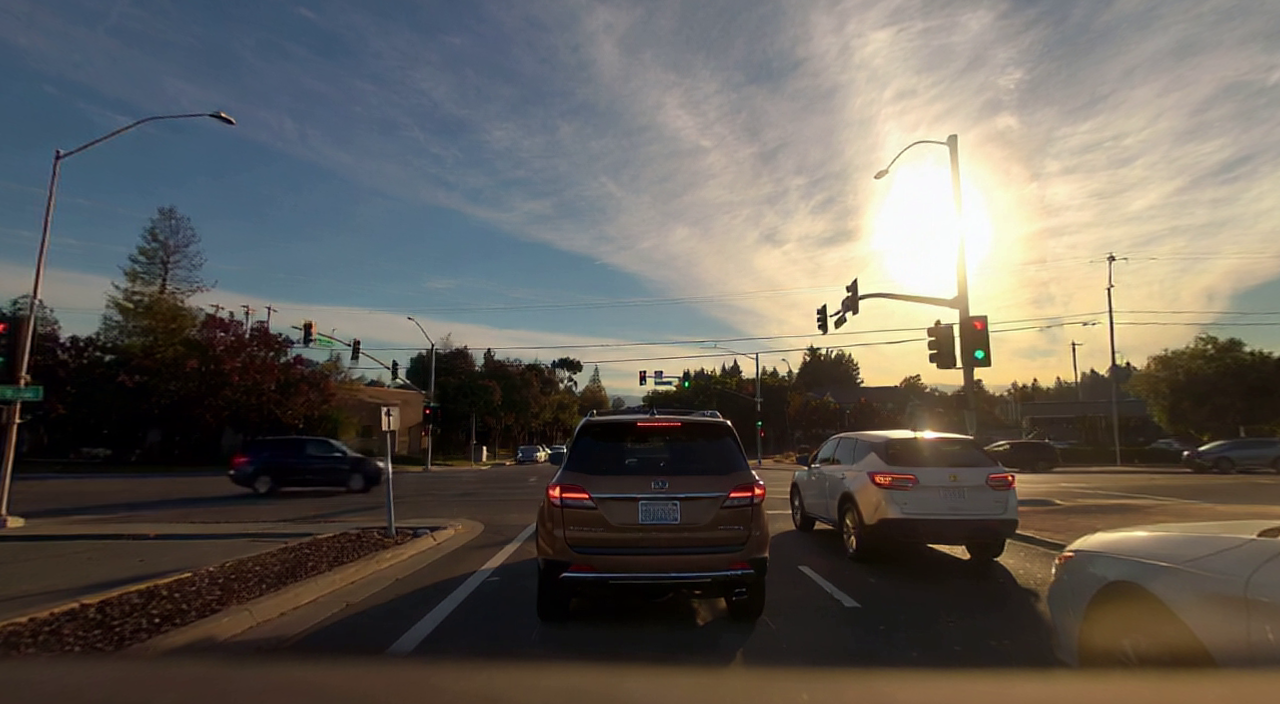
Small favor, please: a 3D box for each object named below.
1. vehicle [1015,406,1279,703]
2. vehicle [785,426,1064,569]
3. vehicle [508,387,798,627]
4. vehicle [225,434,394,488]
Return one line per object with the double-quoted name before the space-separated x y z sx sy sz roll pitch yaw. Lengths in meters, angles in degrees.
"vehicle" 3.157 0.815 1.427 1.924 1.466 4.461 0 -8 1
"vehicle" 3.512 1.858 8.864 1.861 1.495 4.215 0 -8 -1
"vehicle" 0.092 1.494 7.059 2.170 1.793 4.468 0 -8 0
"vehicle" -11.375 3.770 22.012 4.687 1.791 2.044 0 -8 0
